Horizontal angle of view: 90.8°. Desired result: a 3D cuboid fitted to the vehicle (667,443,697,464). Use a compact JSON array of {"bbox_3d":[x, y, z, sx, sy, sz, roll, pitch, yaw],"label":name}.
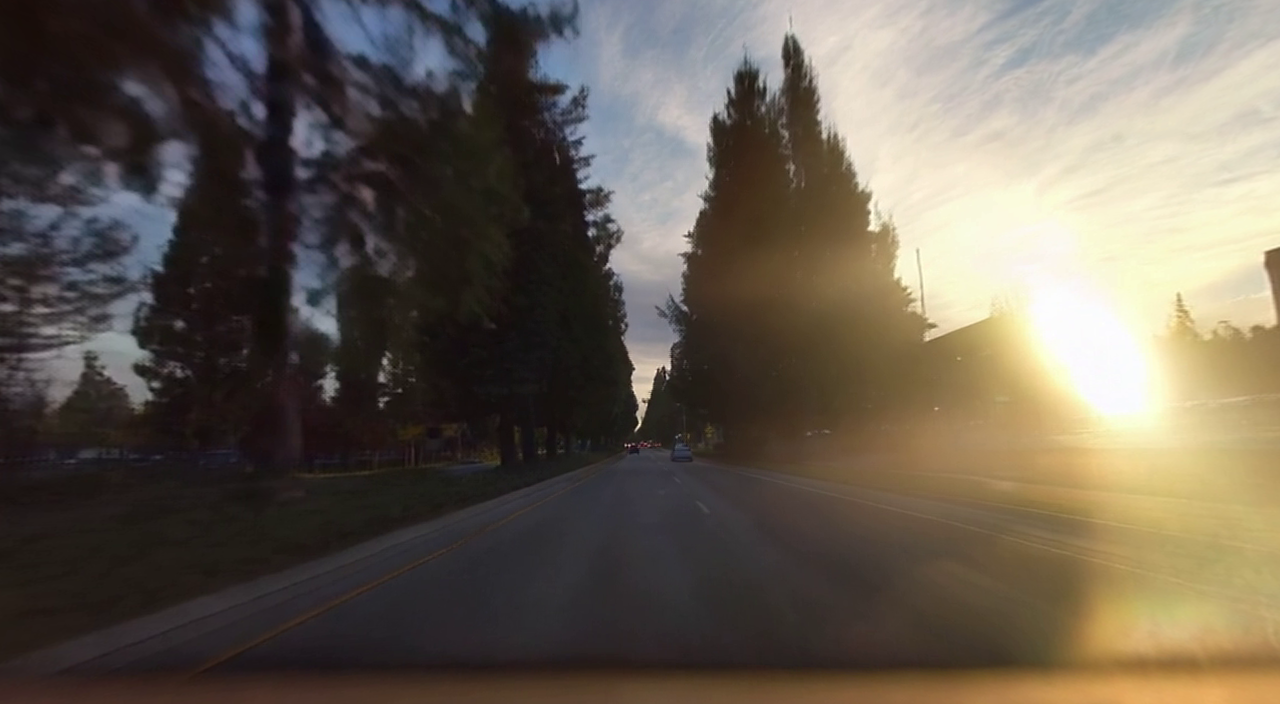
[{"bbox_3d":[3.200,7.801,48.657,1.925,1.488,4.271,0,-8,-1],"label":"vehicle"}]
